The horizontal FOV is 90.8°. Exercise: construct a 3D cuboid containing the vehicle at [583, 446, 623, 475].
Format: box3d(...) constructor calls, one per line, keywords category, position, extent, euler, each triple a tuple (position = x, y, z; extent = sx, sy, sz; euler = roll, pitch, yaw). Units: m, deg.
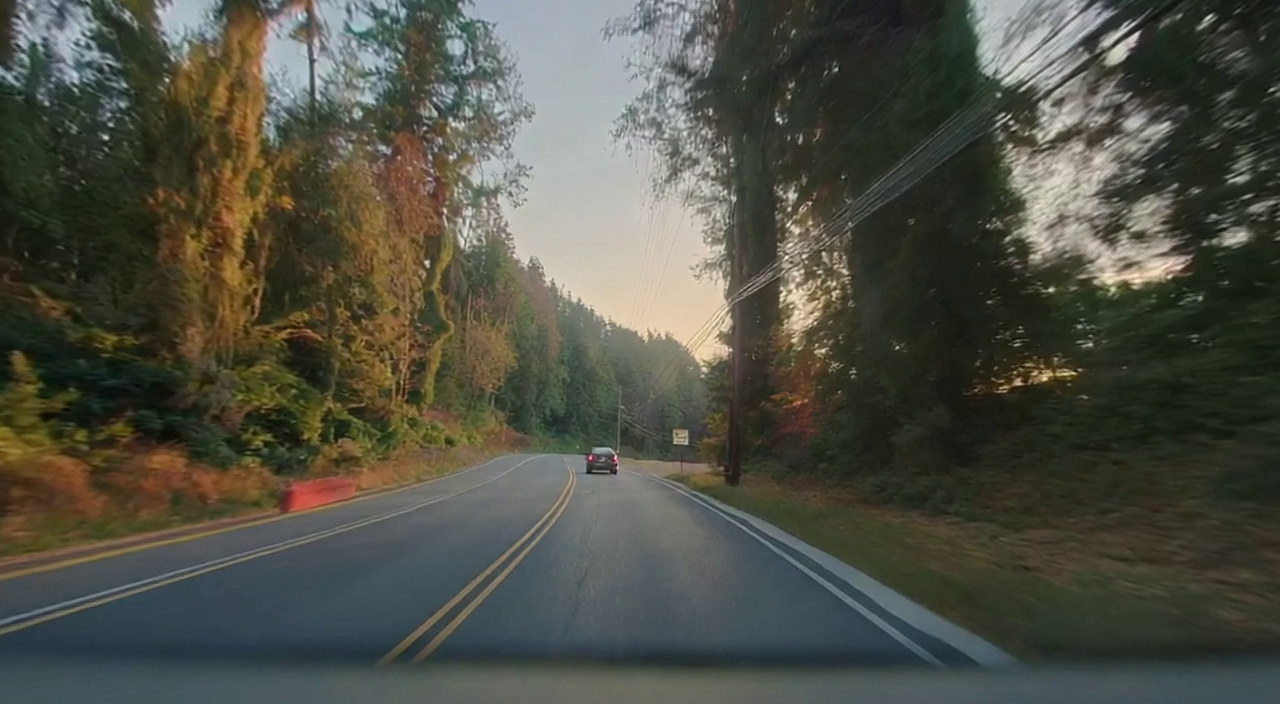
box3d(category="vehicle", position=(-2.225, 6.319, 37.141), extent=(2.059, 1.524, 3.963), euler=(3, -9, -6))
